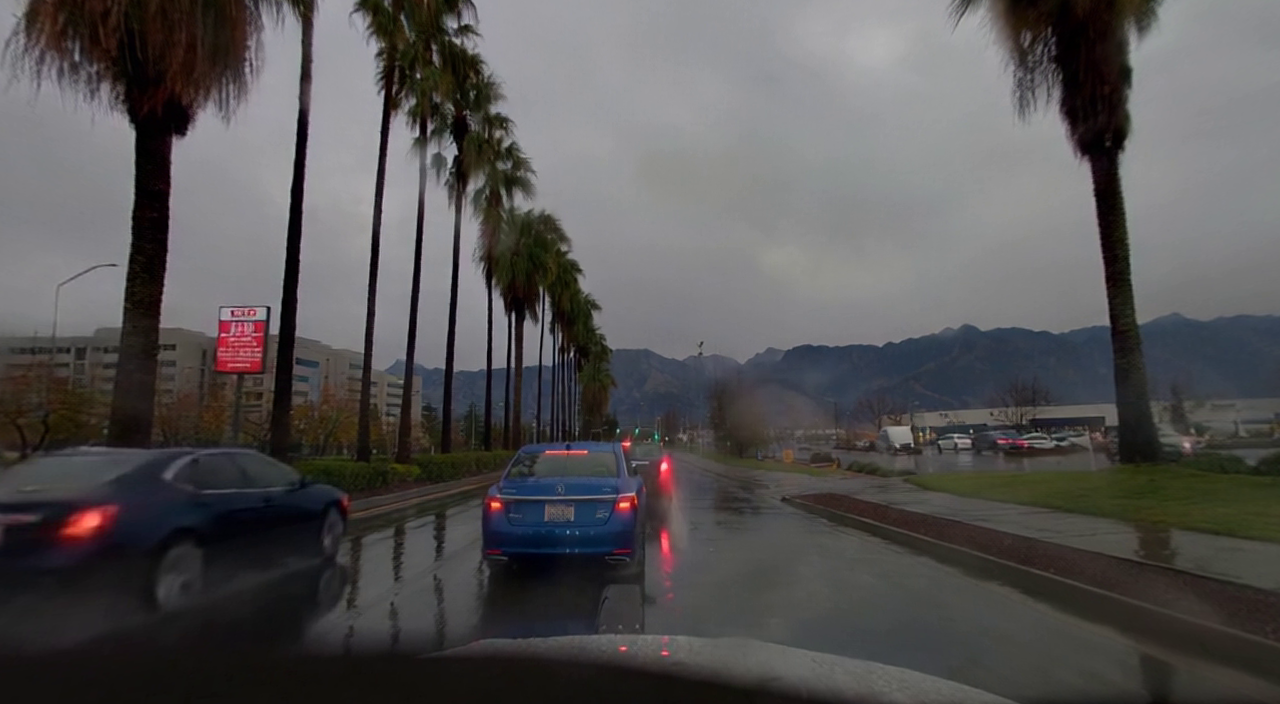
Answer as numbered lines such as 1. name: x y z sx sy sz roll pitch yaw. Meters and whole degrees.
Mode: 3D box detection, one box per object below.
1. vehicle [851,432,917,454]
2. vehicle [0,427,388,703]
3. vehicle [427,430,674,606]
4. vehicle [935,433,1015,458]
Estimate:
1. vehicle: 19.201 7.204 49.814 1.925 1.652 4.490 6 -10 -34
2. vehicle: -4.344 1.510 5.888 1.964 1.466 5.009 0 -8 -1
3. vehicle: -0.821 1.689 7.347 2.067 1.459 3.886 0 -8 -2
4. vehicle: 21.969 6.116 41.436 4.640 1.526 1.961 3 -9 -22
